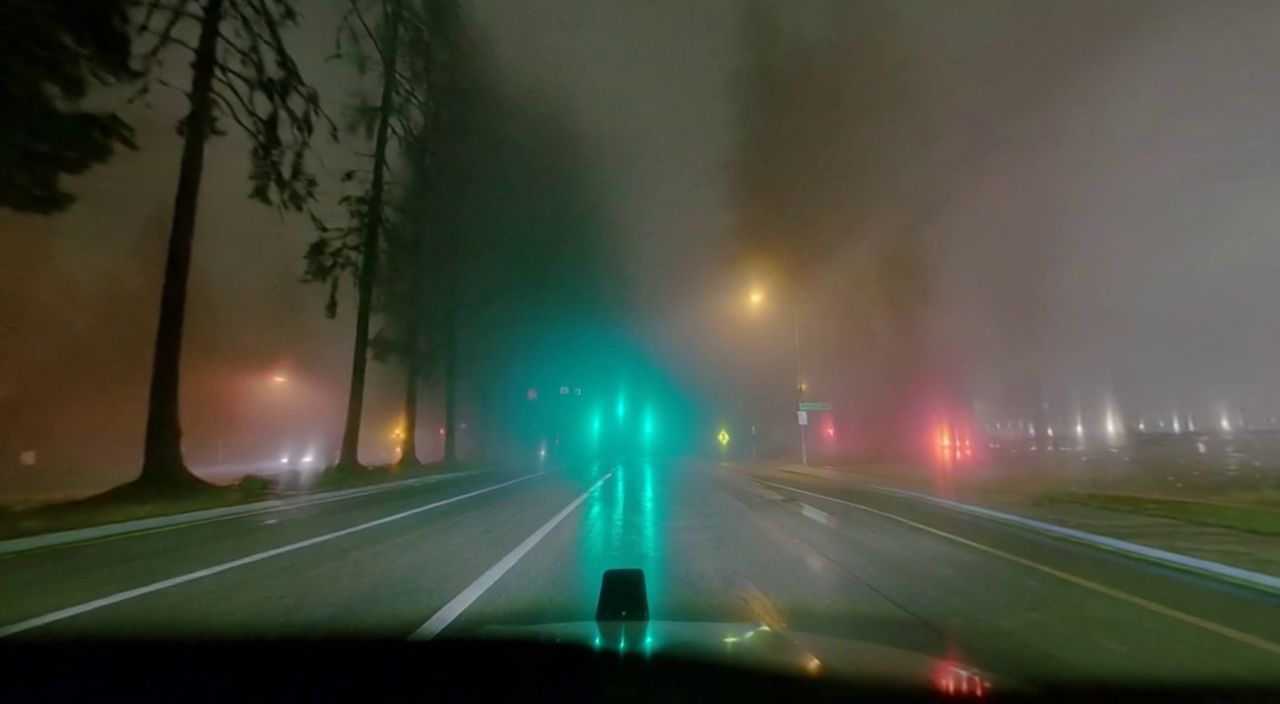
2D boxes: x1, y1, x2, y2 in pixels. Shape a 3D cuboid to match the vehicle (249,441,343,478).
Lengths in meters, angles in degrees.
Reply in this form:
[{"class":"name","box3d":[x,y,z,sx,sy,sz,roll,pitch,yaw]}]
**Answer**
[{"class":"vehicle","box3d":[-17.045,5.346,31.529,2.006,1.694,4.351,-1,-8,4]}]
